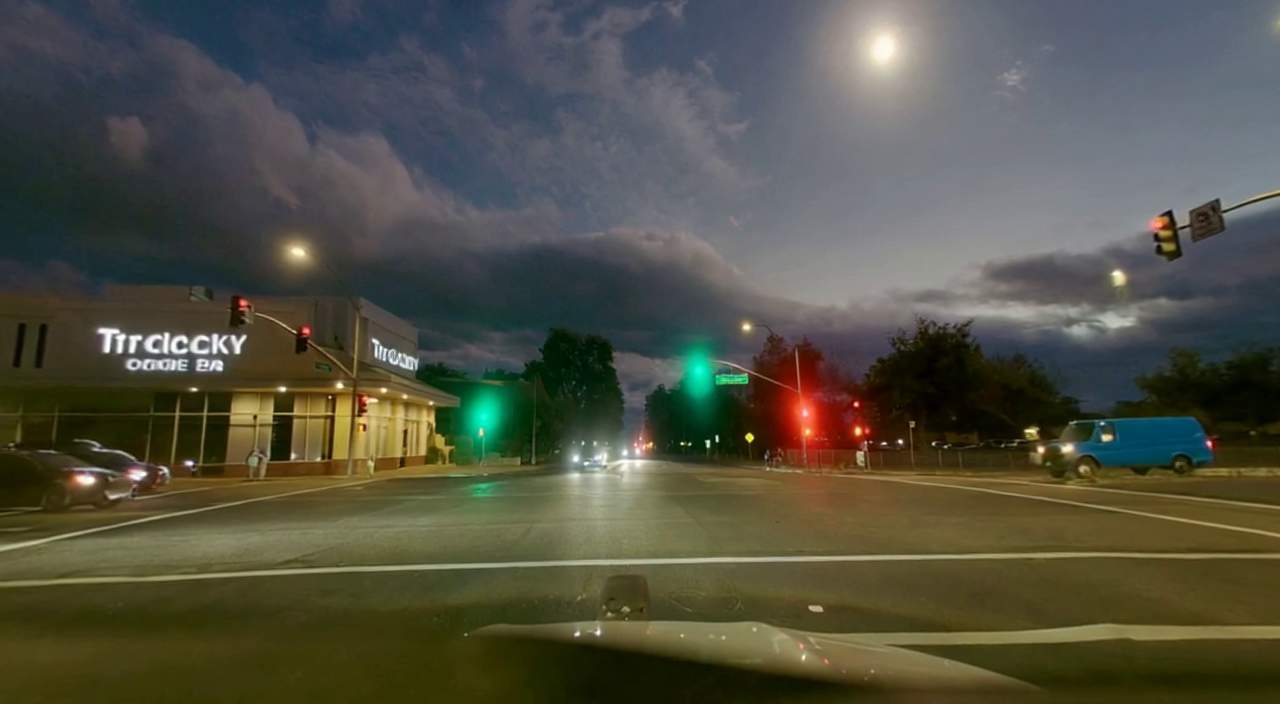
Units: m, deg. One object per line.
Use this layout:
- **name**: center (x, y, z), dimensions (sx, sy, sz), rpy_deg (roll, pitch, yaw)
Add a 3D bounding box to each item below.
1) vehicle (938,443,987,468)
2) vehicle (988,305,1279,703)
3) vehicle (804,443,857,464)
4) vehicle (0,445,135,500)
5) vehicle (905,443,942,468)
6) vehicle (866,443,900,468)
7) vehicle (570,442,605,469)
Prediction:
- **vehicle**: center (20.405, 6.529, 40.037), dimensions (2.066, 1.488, 4.158), rpy_deg (-3, -9, 18)
- **vehicle**: center (2.880, 0.600, 0.910), dimensions (2.048, 1.725, 4.754), rpy_deg (0, -8, 0)
- **vehicle**: center (14.886, 7.940, 49.488), dimensions (1.924, 1.579, 4.084), rpy_deg (3, -9, -18)
- **vehicle**: center (-18.105, 3.504, 18.624), dimensions (4.686, 1.500, 1.935), rpy_deg (0, -8, 2)
- **vehicle**: center (18.101, 6.570, 40.330), dimensions (1.791, 1.520, 3.649), rpy_deg (-3, -9, 19)
- **vehicle**: center (15.769, 6.653, 40.780), dimensions (1.875, 1.543, 3.853), rpy_deg (-3, -9, 22)
- **vehicle**: center (-3.409, 6.774, 41.387), dimensions (1.961, 1.658, 4.064), rpy_deg (0, -8, 0)
